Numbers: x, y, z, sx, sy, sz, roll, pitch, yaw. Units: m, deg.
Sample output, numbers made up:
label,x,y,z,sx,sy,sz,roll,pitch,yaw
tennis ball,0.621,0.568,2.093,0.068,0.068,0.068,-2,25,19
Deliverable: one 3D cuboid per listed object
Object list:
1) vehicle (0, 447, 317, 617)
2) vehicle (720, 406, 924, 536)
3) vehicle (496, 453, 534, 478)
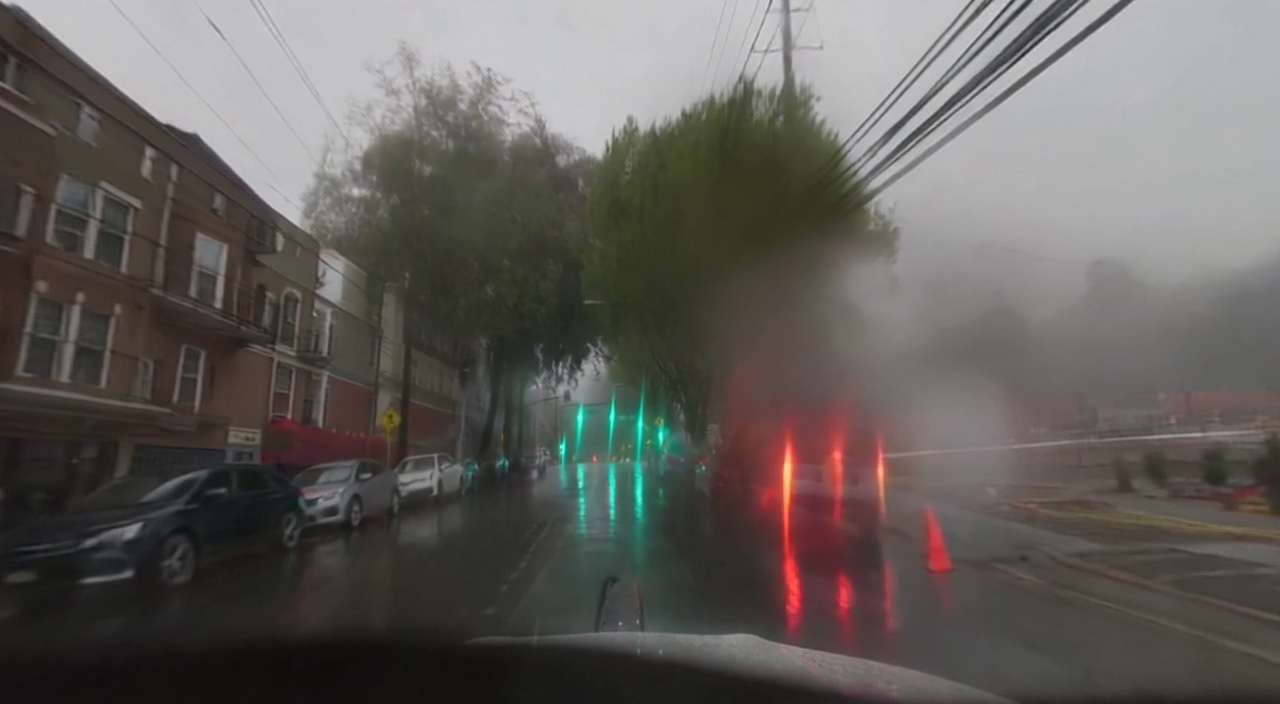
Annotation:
label,x,y,z,sx,sy,sz,roll,pitch,yaw
vehicle,-6.330,2.159,8.601,1.996,1.695,4.127,0,-9,-6
vehicle,2.927,2.249,11.430,1.994,1.857,4.393,1,-14,-5
vehicle,-8.246,7.534,42.151,1.968,1.450,4.271,0,-9,-4
